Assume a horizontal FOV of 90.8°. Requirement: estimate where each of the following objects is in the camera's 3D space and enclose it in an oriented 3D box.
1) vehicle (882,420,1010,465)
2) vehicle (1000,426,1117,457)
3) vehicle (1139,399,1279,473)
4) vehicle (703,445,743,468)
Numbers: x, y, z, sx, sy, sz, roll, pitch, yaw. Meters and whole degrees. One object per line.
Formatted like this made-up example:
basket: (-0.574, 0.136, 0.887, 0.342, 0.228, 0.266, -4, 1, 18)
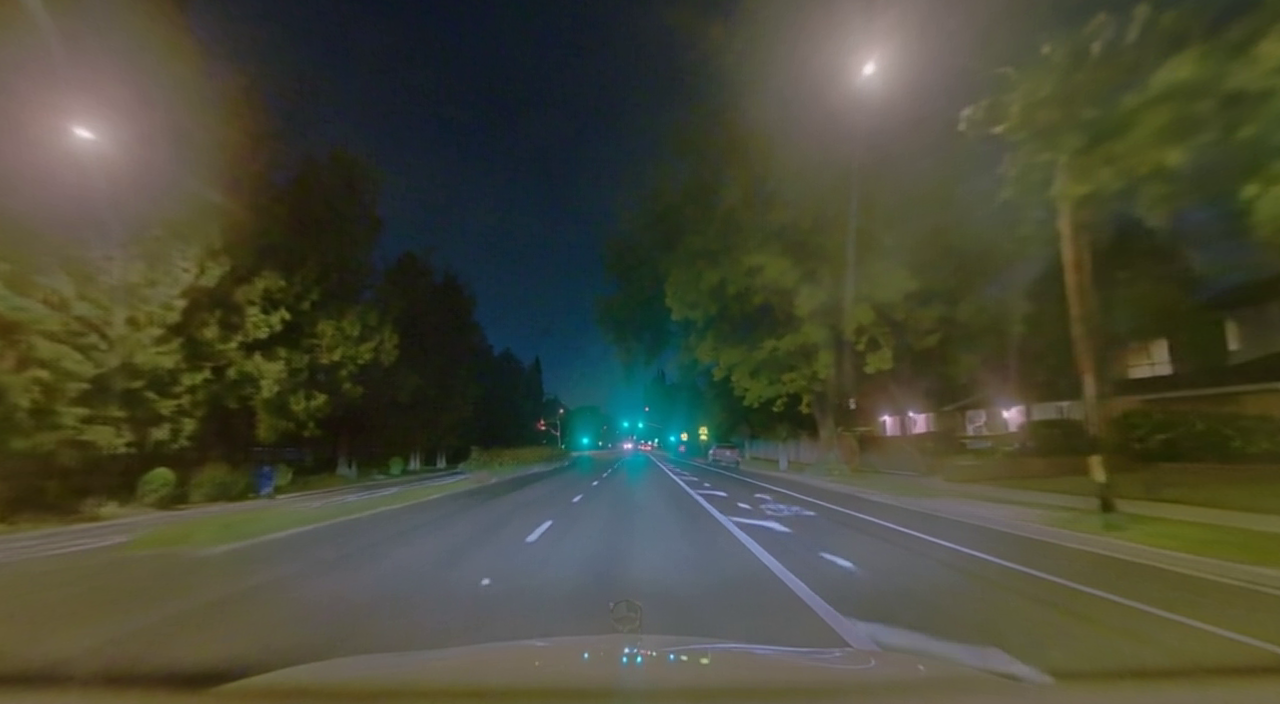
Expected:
vehicle: (15.193, 4.557, 31.603, 5.136, 1.795, 2.244, -4, -9, -3)
vehicle: (21.016, 4.522, 31.844, 4.479, 1.474, 1.907, 0, -8, -1)
vehicle: (15.137, 2.122, 15.604, 1.908, 1.610, 4.582, 0, -9, 2)
vehicle: (5.259, 6.706, 40.769, 1.984, 1.418, 4.709, 0, -9, 1)
